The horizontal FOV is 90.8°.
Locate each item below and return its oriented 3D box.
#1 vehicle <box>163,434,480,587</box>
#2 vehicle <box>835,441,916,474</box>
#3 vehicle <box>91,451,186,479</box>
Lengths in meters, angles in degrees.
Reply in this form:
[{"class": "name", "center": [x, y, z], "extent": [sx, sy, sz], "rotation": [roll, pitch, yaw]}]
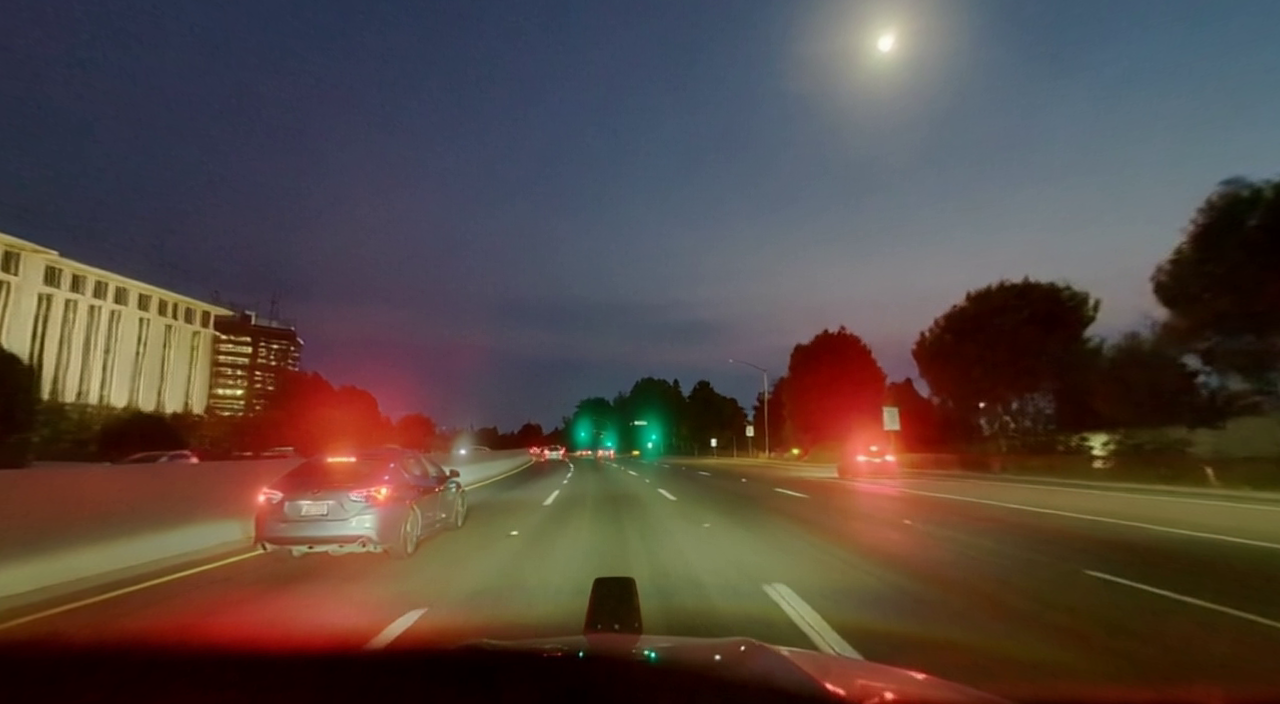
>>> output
[{"class": "vehicle", "center": [-3.689, 1.887, 8.450], "extent": [2.018, 1.476, 4.364], "rotation": [0, -8, -1]}, {"class": "vehicle", "center": [12.461, 5.596, 33.838], "extent": [1.983, 1.613, 5.190], "rotation": [1, -9, -5]}, {"class": "vehicle", "center": [-28.689, 6.440, 36.357], "extent": [1.903, 1.465, 4.752], "rotation": [1, -9, -5]}]
